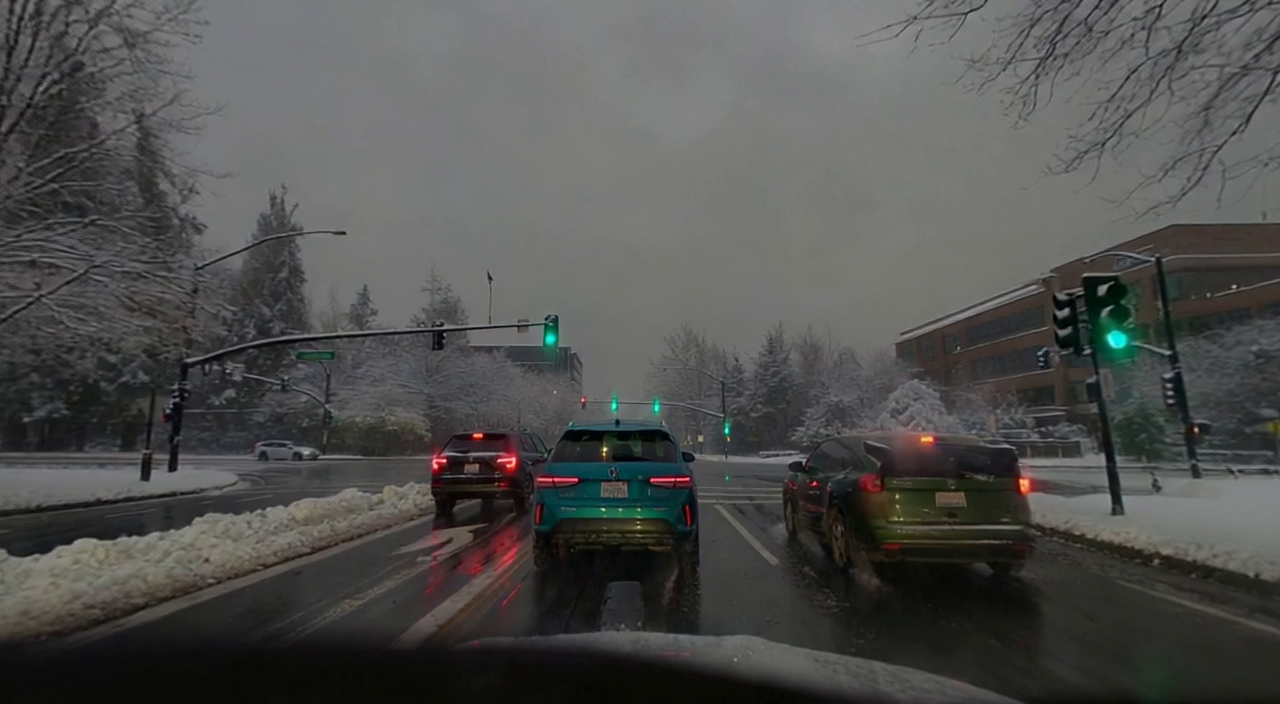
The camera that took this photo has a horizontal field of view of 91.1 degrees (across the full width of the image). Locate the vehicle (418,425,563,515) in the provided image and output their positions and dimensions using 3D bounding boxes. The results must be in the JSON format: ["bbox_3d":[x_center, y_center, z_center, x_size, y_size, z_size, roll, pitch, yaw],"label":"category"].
[{"bbox_3d":[-3.010,2.483,13.666,1.987,1.633,4.005,0,-8,3],"label":"vehicle"}]

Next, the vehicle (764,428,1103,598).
[{"bbox_3d":[3.016,1.751,7.811,2.056,1.468,4.520,0,-8,0],"label":"vehicle"}]

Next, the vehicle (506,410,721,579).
[{"bbox_3d":[-0.243,1.718,8.379,2.108,1.654,4.235,0,-8,0],"label":"vehicle"}]
